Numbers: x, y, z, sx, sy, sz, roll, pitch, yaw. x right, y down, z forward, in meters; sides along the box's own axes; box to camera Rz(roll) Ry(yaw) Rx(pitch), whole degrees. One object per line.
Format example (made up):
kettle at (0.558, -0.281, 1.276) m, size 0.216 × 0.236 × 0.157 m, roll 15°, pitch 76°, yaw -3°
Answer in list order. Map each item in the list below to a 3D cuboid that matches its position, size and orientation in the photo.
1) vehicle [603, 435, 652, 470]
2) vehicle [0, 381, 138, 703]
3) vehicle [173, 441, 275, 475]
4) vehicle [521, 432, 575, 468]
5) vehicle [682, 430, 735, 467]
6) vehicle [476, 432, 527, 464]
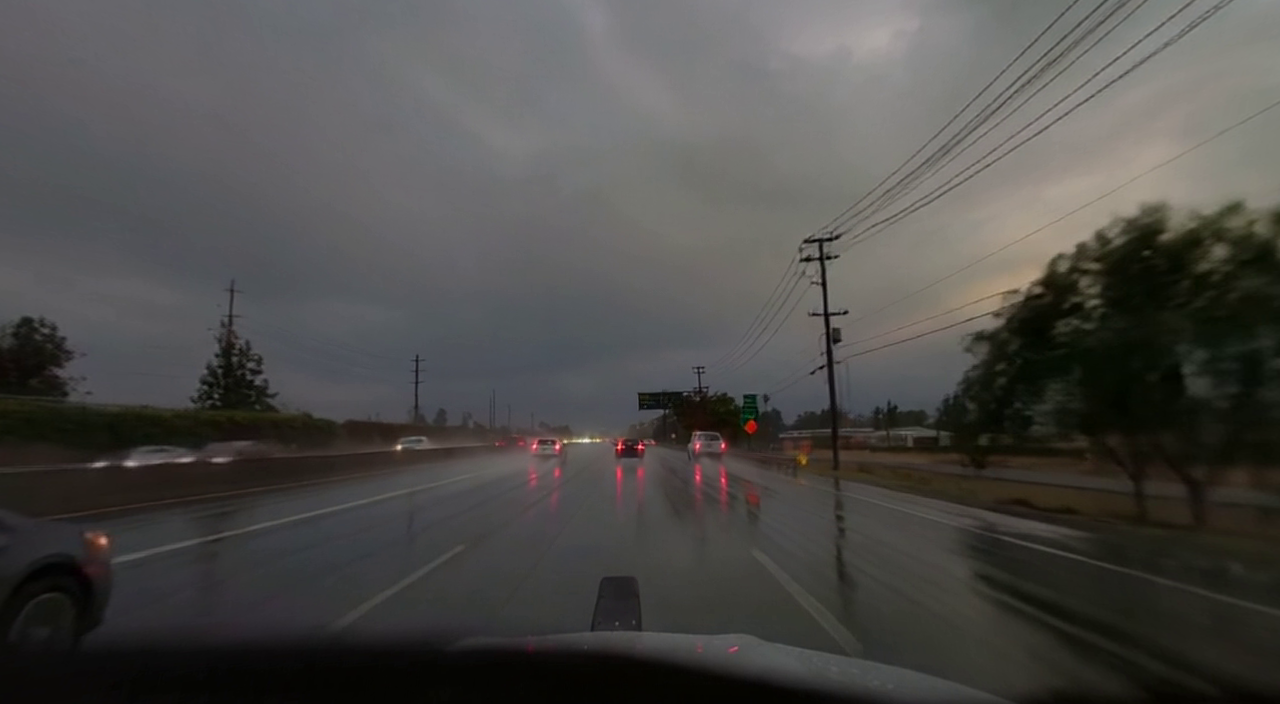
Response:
vehicle at (-0.565, 4.544, 28.742) m, size 2.086 × 1.488 × 3.440 m, roll 0°, pitch -8°, yaw -2°
vehicle at (-4.173, 0.777, 1.835) m, size 2.004 × 1.607 × 4.161 m, roll 0°, pitch -8°, yaw -1°
vehicle at (-19.543, 4.979, 29.895) m, size 1.806 × 1.407 × 4.562 m, roll 0°, pitch -8°, yaw -1°
vehicle at (-4.377, 4.694, 30.524) m, size 1.901 × 1.601 × 4.610 m, roll 0°, pitch -8°, yaw 0°
vehicle at (3.287, 4.756, 31.296) m, size 1.950 × 1.695 × 4.446 m, roll 1°, pitch -8°, yaw -2°
vehicle at (-7.764, 5.408, 35.775) m, size 1.980 × 1.678 × 4.255 m, roll 0°, pitch -8°, yaw -1°
